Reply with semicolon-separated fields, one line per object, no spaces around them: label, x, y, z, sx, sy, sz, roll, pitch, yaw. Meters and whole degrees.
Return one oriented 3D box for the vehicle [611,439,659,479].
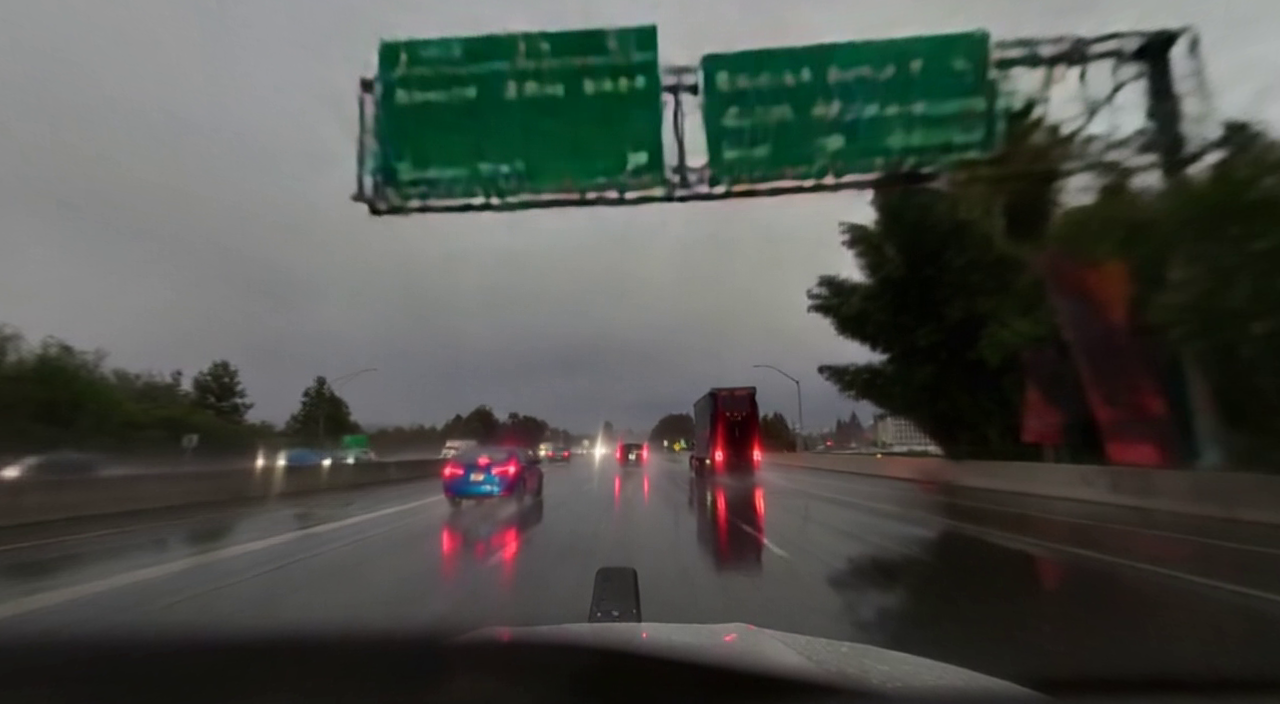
vehicle;-0.249;5.232;31.202;2.203;1.805;4.358;0;-9;0

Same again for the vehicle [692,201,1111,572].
vehicle;3.410;1.451;14.428;2.876;4.086;15.117;0;-9;-1

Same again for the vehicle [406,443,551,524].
vehicle;-3.167;2.686;13.458;1.864;1.406;4.544;0;-9;0
